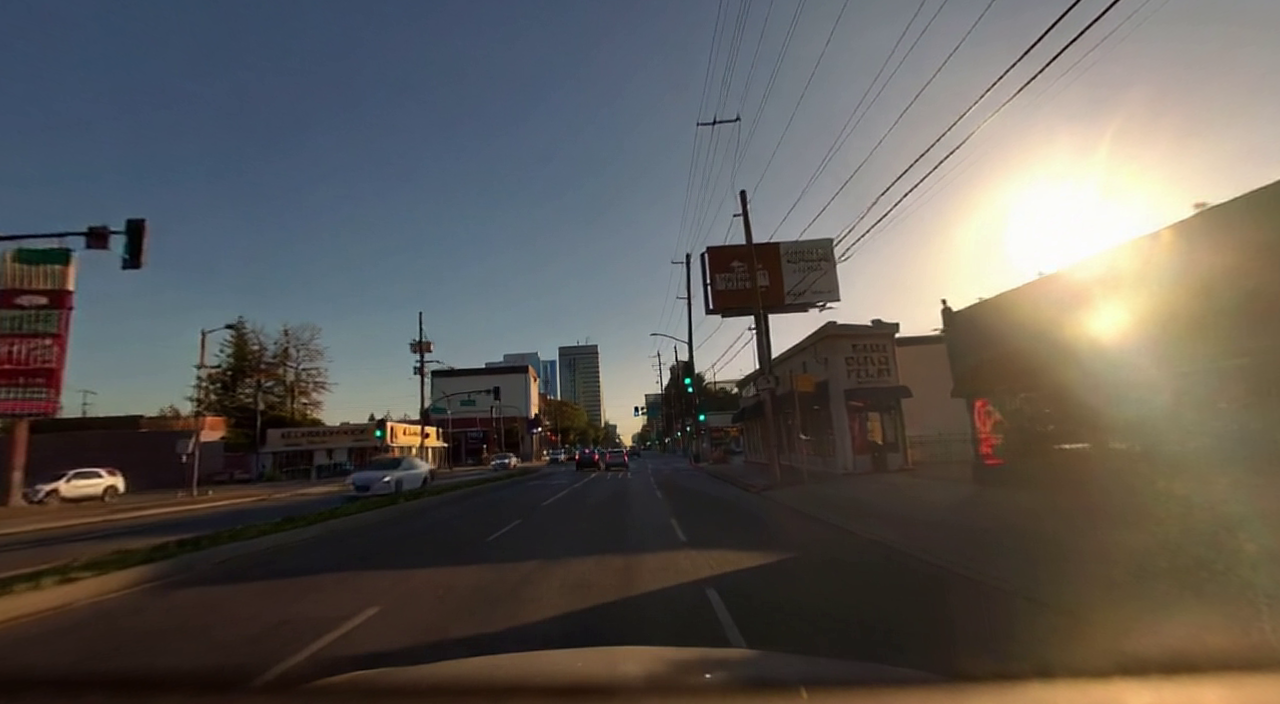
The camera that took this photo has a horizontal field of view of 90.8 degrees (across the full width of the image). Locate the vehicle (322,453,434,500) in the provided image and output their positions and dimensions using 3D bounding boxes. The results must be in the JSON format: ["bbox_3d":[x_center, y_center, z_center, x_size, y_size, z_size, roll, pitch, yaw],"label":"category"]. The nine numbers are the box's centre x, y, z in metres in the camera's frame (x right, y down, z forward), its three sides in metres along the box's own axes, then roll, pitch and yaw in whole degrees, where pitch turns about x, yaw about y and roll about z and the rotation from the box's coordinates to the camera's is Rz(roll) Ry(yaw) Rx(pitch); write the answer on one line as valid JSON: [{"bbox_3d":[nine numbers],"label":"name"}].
[{"bbox_3d":[-9.647,4.578,23.793,1.994,1.550,5.009,0,-9,1],"label":"vehicle"}]

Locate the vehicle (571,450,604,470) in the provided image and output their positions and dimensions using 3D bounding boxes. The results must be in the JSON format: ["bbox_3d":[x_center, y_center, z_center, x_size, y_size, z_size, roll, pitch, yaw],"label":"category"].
[{"bbox_3d":[-3.832,7.939,46.479,1.962,1.420,4.021,0,-9,1],"label":"vehicle"}]

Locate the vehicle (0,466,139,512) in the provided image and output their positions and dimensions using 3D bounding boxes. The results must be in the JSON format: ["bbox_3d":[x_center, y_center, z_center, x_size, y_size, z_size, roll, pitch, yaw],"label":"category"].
[{"bbox_3d":[-26.927,6.251,29.220,2.059,1.804,5.347,-5,-10,27],"label":"vehicle"}]
